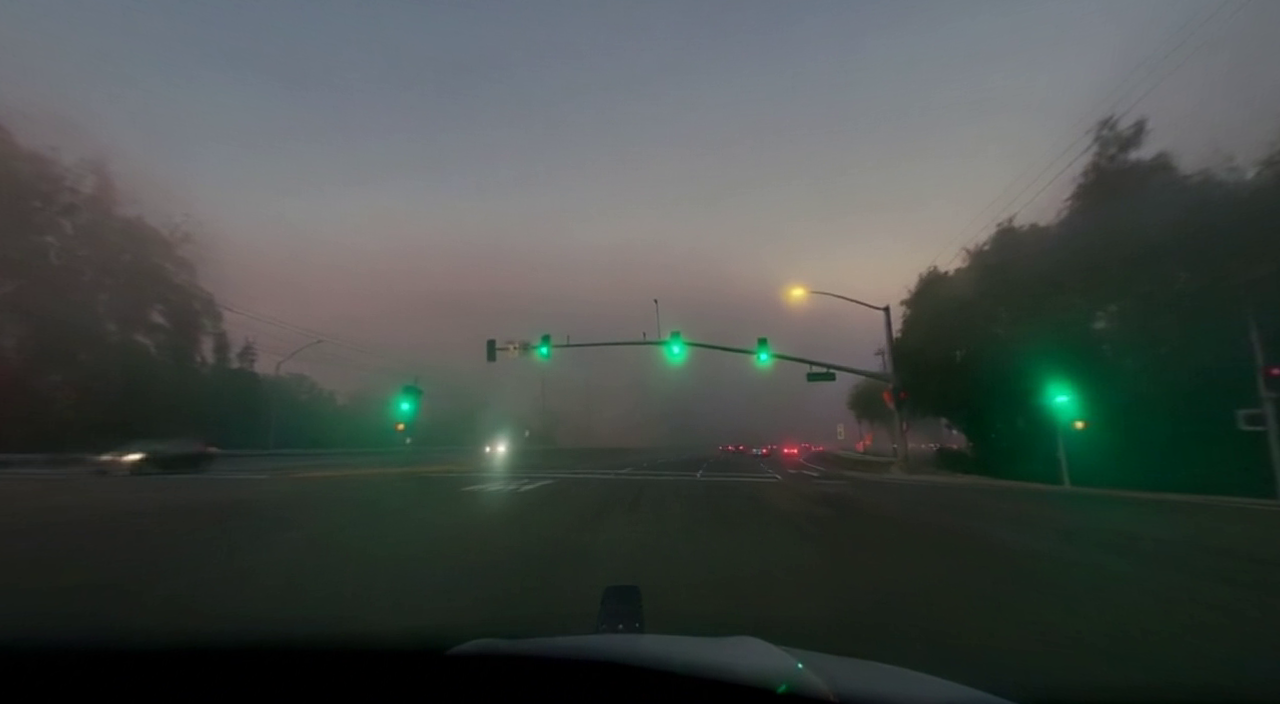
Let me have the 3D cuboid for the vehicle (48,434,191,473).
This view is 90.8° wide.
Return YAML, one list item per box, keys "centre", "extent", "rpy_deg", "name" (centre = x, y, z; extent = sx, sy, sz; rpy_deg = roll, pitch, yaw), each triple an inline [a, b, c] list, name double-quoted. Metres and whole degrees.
- centre: [-21.416, 4.200, 26.300]
  extent: [1.844, 1.455, 4.538]
  rpy_deg: [-1, -9, 5]
  name: "vehicle"
